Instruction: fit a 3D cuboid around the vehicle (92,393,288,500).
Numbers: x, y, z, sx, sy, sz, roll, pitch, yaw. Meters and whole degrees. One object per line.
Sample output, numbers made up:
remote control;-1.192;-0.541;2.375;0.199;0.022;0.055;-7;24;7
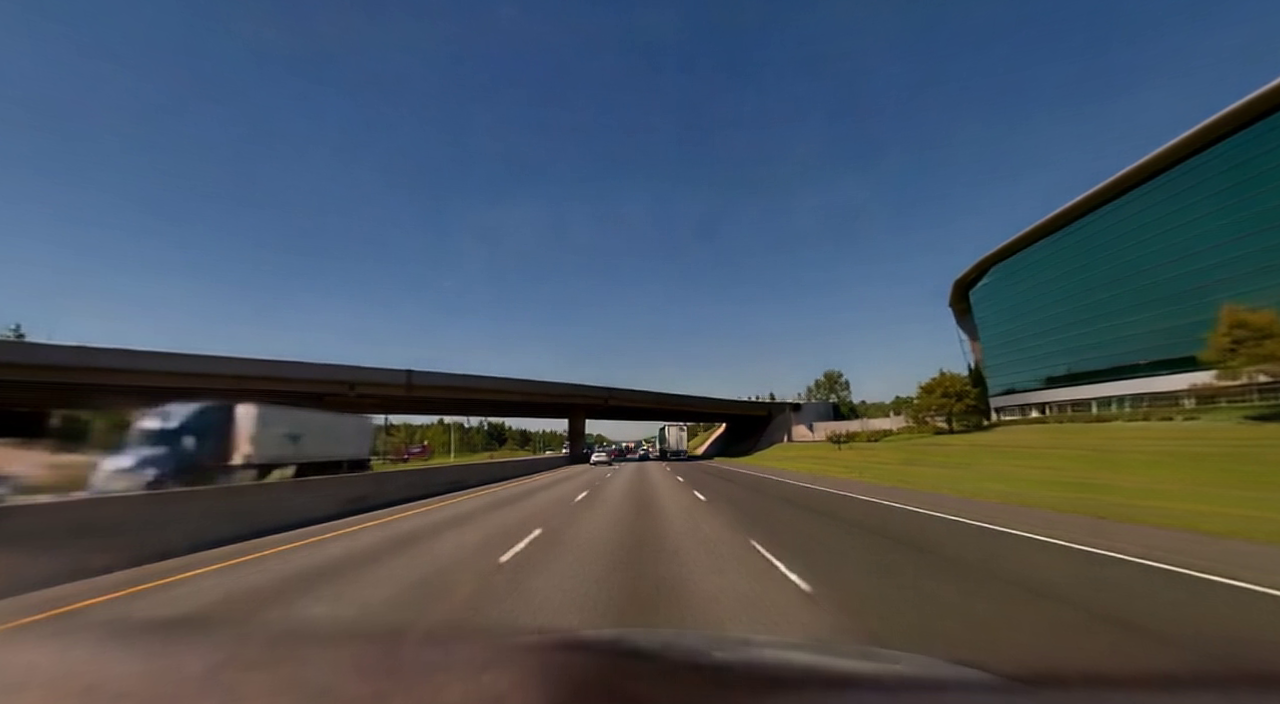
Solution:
vehicle;-18.750;4.053;27.051;3.051;3.944;6.868;0;-9;1
